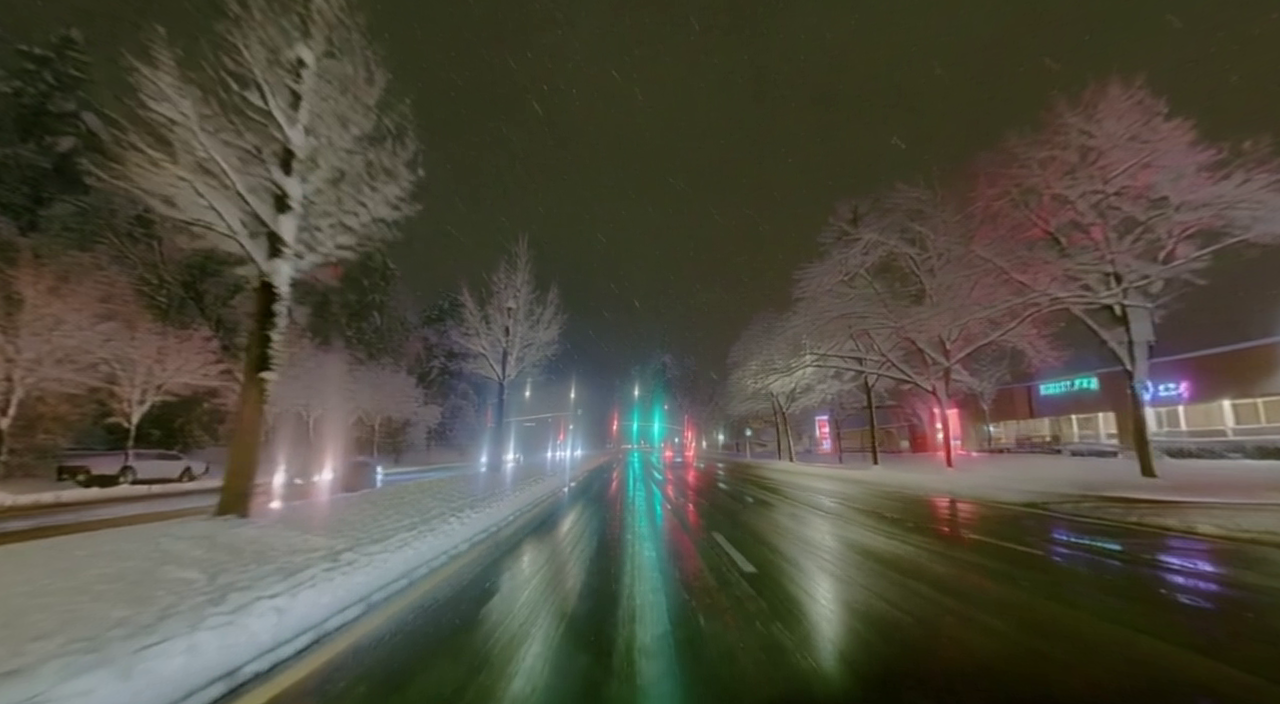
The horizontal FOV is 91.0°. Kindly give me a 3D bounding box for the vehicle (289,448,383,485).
[{"bbox_3d":[-13.478,5.084,28.253,1.902,1.481,4.518,0,-9,0],"label":"vehicle"}]

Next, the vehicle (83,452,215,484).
[{"bbox_3d":[-29.691,7.030,38.213,6.013,1.767,2.250,0,-8,-3],"label":"vehicle"}]

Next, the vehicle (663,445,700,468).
[{"bbox_3d":[2.753,7.017,42.533,2.015,1.479,4.444,0,-9,-2],"label":"vehicle"}]
